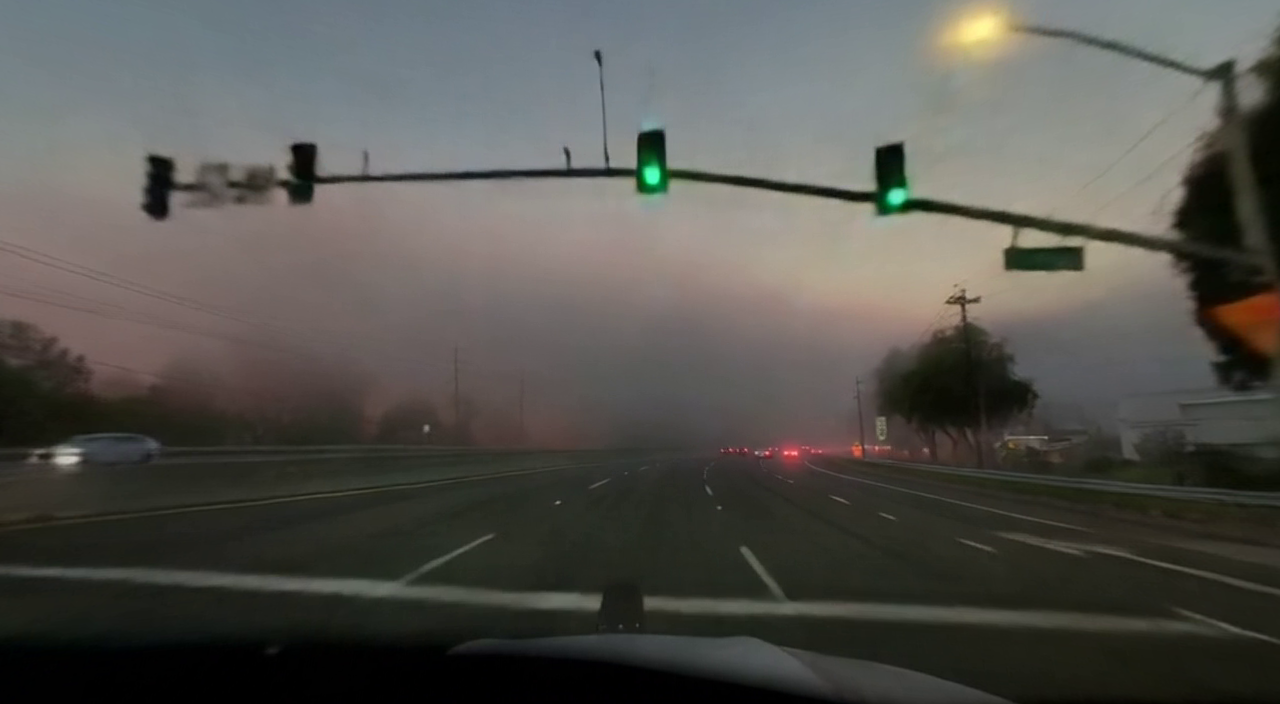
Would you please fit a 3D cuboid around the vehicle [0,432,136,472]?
[{"bbox_3d":[-23.520,4.039,25.707,1.871,1.474,4.554,-1,-9,8],"label":"vehicle"}]
